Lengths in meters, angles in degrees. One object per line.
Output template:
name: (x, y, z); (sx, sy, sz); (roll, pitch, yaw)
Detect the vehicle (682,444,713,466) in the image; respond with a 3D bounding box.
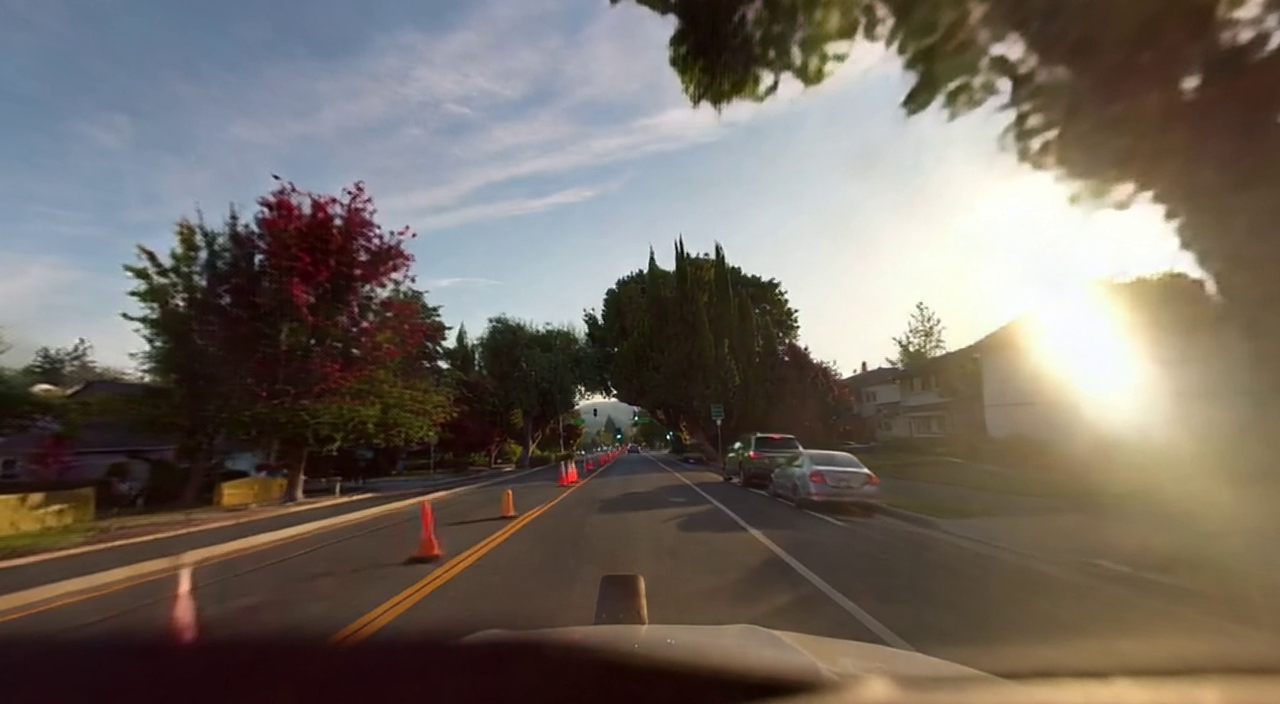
vehicle: (4.016, 7.240, 44.501); (1.870, 1.441, 4.539); (0, -8, 1)

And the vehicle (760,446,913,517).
vehicle: (4.163, 2.799, 14.297); (1.928, 1.333, 4.586); (0, -8, -1)

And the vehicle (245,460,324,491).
vehicle: (-20.156, 7.009, 36.088); (2.015, 1.444, 4.958); (-1, -8, -5)

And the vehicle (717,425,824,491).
vehicle: (4.146, 3.464, 21.046); (2.255, 1.914, 4.967); (0, -8, -3)
